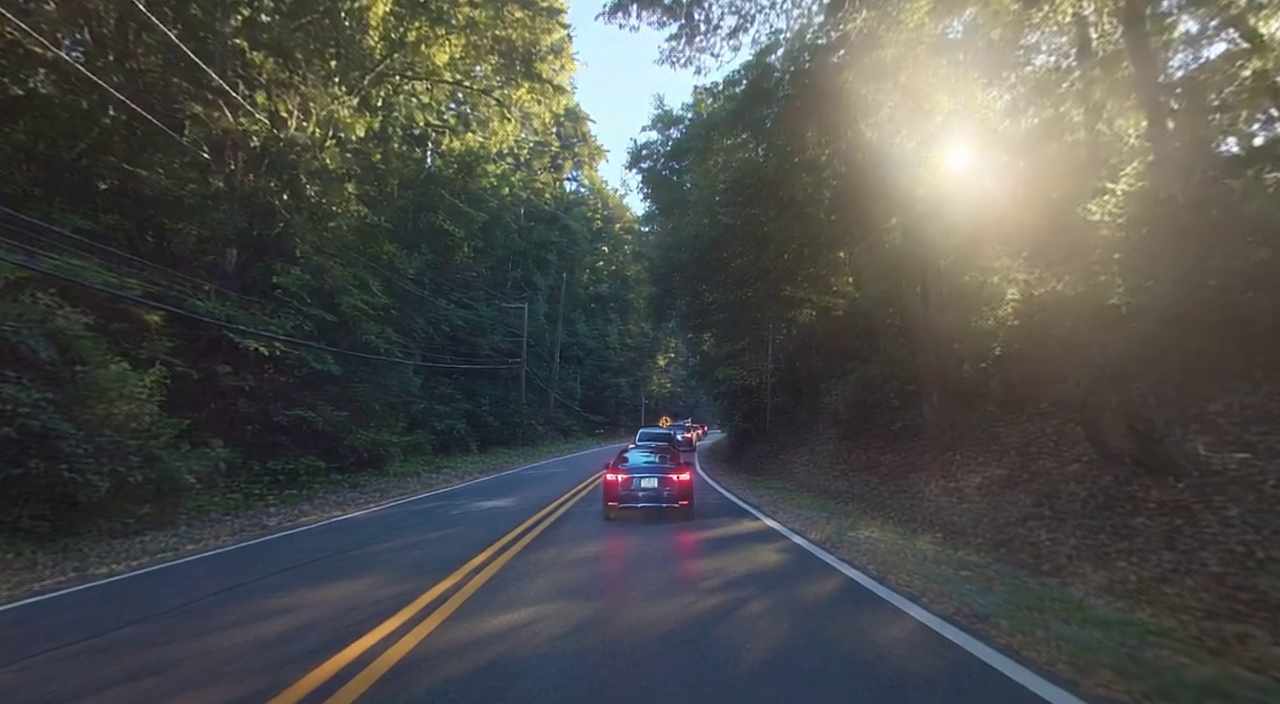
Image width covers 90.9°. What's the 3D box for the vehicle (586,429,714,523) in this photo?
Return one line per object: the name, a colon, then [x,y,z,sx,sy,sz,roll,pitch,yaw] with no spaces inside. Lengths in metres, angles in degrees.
vehicle: [0.146,2.294,12.137,2.081,1.503,3.726,0,-8,0]
